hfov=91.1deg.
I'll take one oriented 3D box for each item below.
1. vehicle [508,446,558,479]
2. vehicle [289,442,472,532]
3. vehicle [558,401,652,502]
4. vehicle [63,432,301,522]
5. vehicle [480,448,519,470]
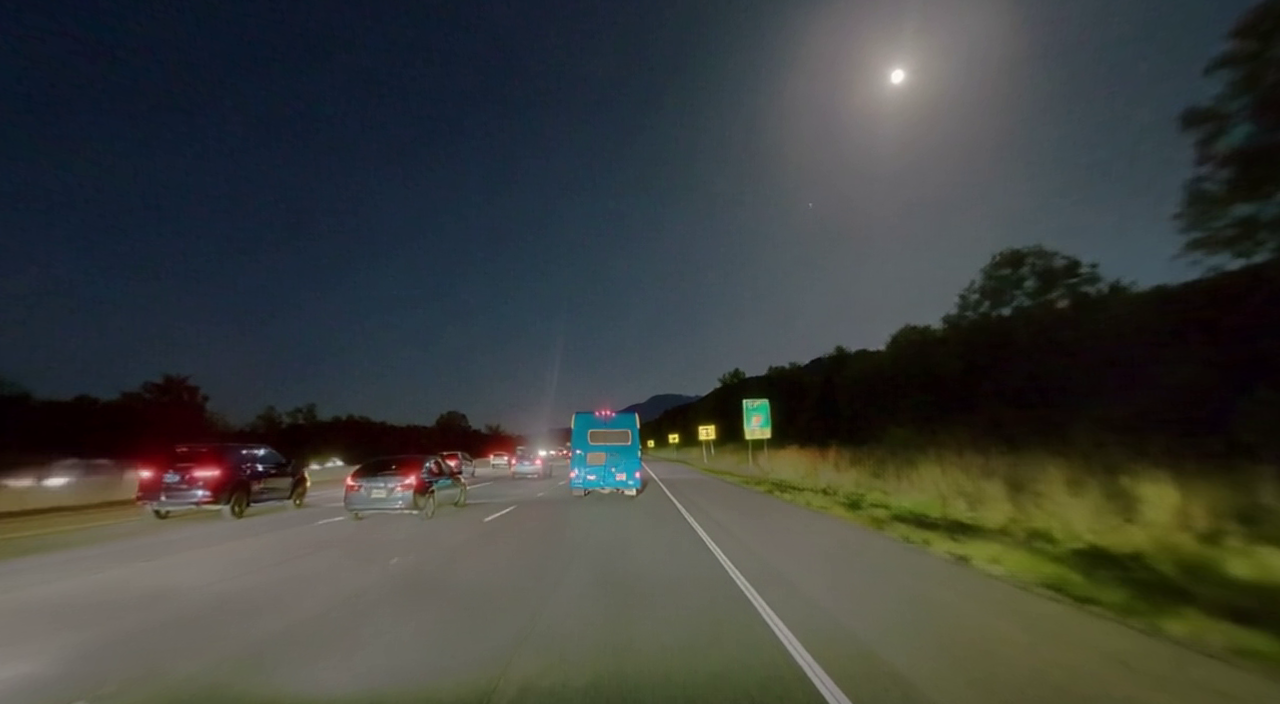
[{"bbox_3d":[-5.188,5.391,30.850,1.872,1.480,3.545,0,-9,-1],"label":"vehicle"},{"bbox_3d":[-4.777,2.512,12.309,1.876,1.438,4.072,0,-9,-1],"label":"vehicle"},{"bbox_3d":[-0.953,2.958,18.800,2.394,2.556,5.232,0,-9,-1],"label":"vehicle"},{"bbox_3d":[-9.608,2.642,13.763,2.010,1.621,4.252,0,-9,-1],"label":"vehicle"},{"bbox_3d":[-10.090,7.671,45.300,1.886,1.462,4.084,0,-9,-1],"label":"vehicle"}]
